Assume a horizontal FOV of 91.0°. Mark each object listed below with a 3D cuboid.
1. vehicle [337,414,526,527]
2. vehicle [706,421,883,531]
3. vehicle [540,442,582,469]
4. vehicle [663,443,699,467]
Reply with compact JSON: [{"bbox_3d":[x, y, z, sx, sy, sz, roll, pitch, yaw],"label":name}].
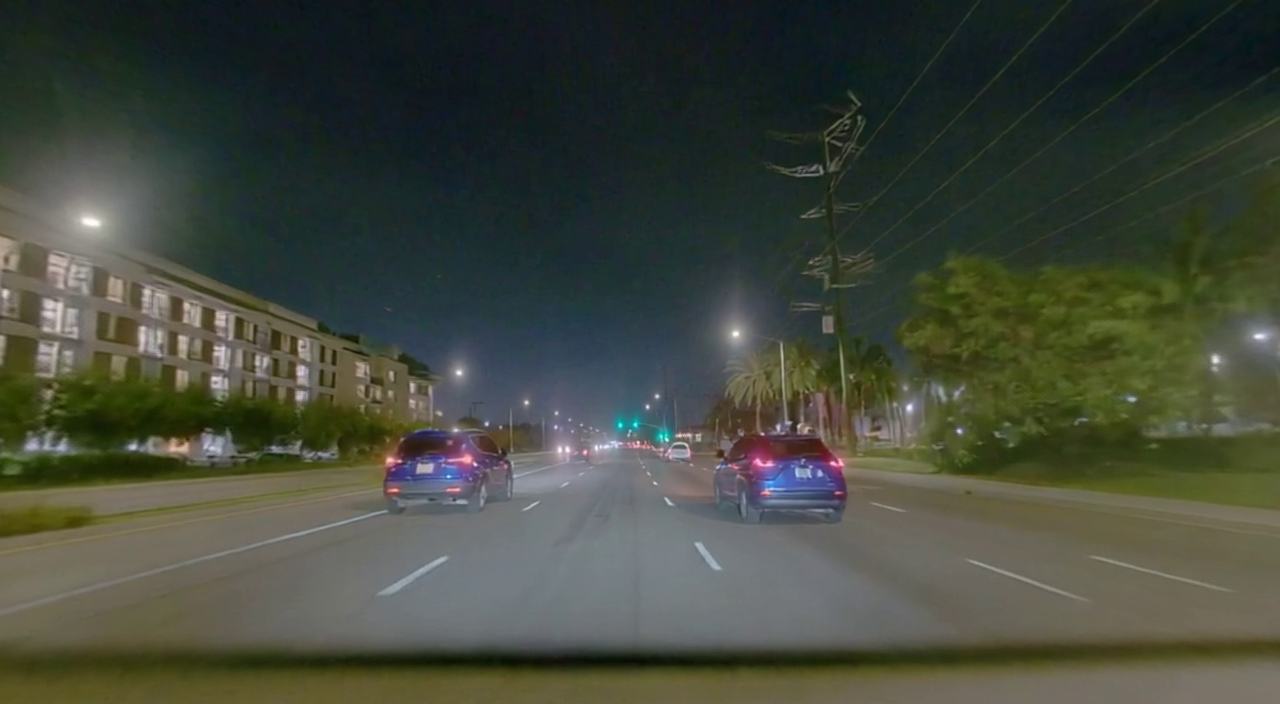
[{"bbox_3d":[-3.791,2.278,12.596,2.169,1.796,4.821,0,-9,0],"label":"vehicle"},{"bbox_3d":[2.660,2.267,12.051,2.198,1.706,4.166,0,-9,-2],"label":"vehicle"},{"bbox_3d":[-4.619,6.129,37.316,2.040,1.482,4.121,0,-9,-1],"label":"vehicle"},{"bbox_3d":[2.608,6.740,41.240,1.981,1.472,3.923,0,-9,-2],"label":"vehicle"}]
